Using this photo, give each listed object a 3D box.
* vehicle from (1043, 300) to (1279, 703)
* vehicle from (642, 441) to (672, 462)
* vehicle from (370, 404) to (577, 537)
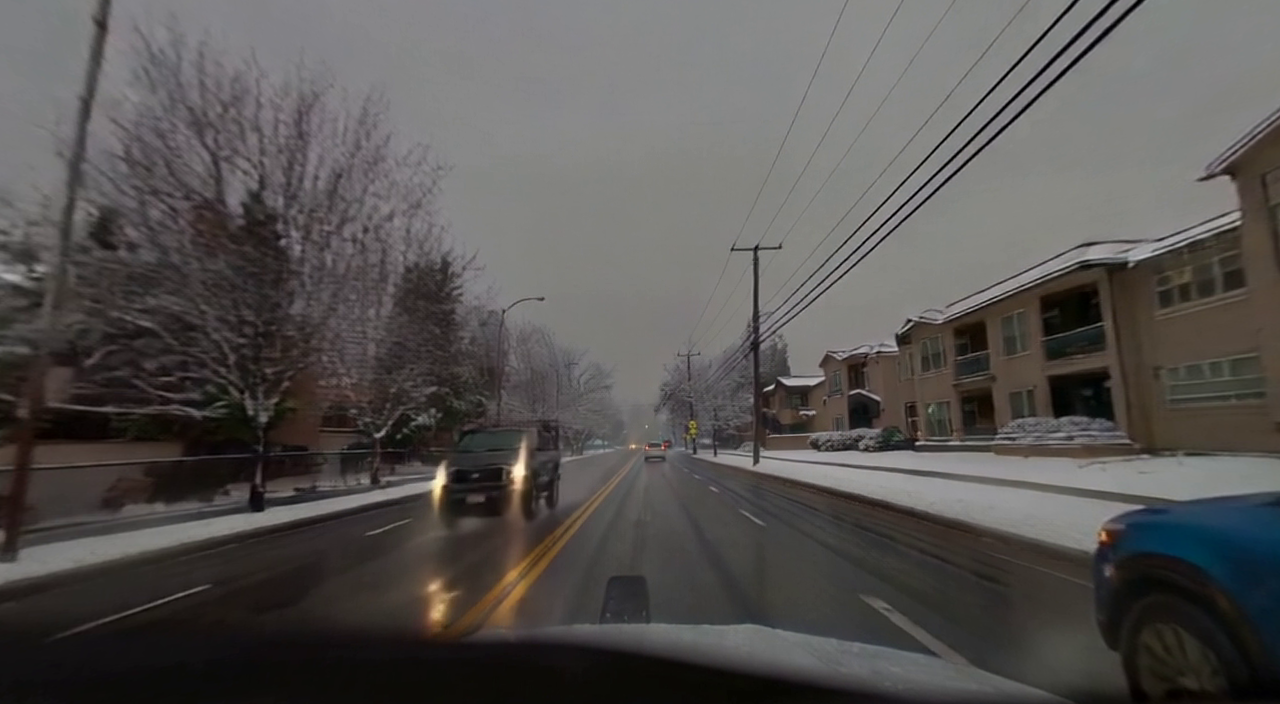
[{"bbox_3d":[3.447,0.574,1.242,2.130,1.863,4.844,0,-9,1],"label":"vehicle"},{"bbox_3d":[1.246,7.485,47.367,2.097,1.463,4.043,0,-8,0],"label":"vehicle"},{"bbox_3d":[-2.863,2.266,12.740,2.469,2.023,5.896,0,-8,1],"label":"vehicle"}]
